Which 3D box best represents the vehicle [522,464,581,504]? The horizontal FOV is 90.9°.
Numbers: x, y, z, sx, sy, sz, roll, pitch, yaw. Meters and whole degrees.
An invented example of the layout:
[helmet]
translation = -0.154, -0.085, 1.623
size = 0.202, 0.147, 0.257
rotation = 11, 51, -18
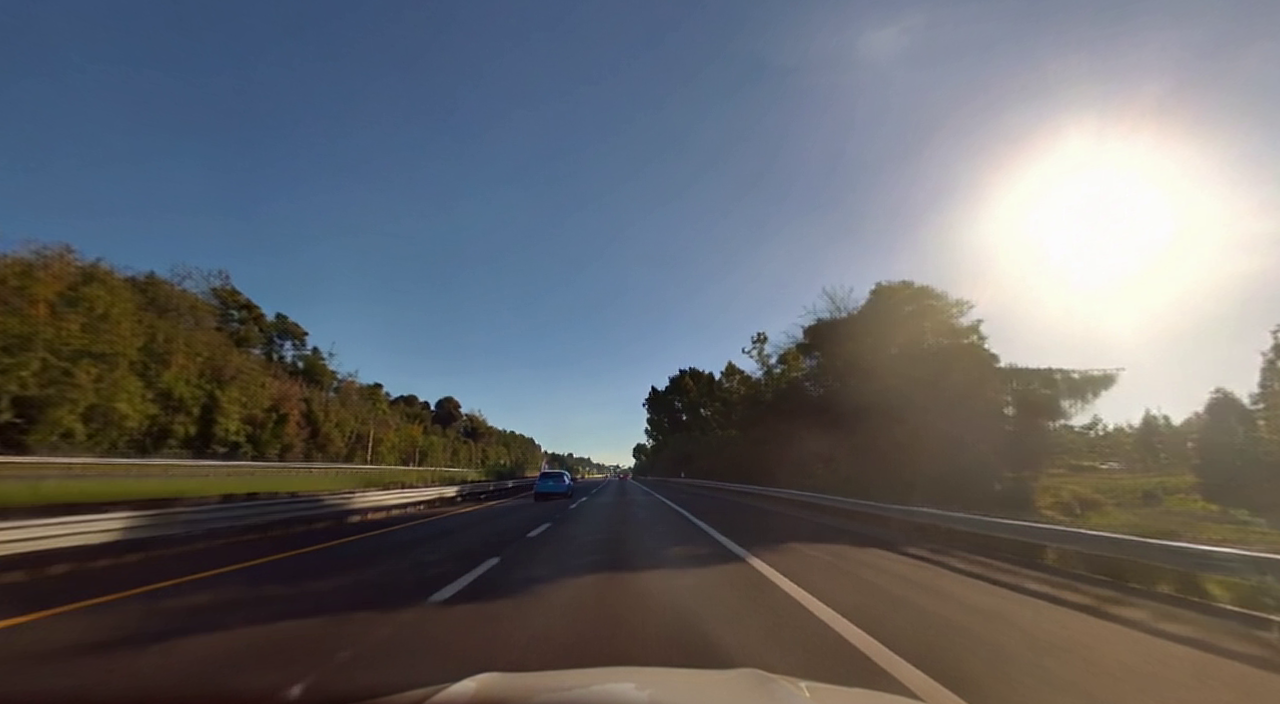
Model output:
[vehicle]
translation = -3.756, 5.705, 27.463
size = 1.967, 1.556, 4.364
rotation = 1, -11, -1
